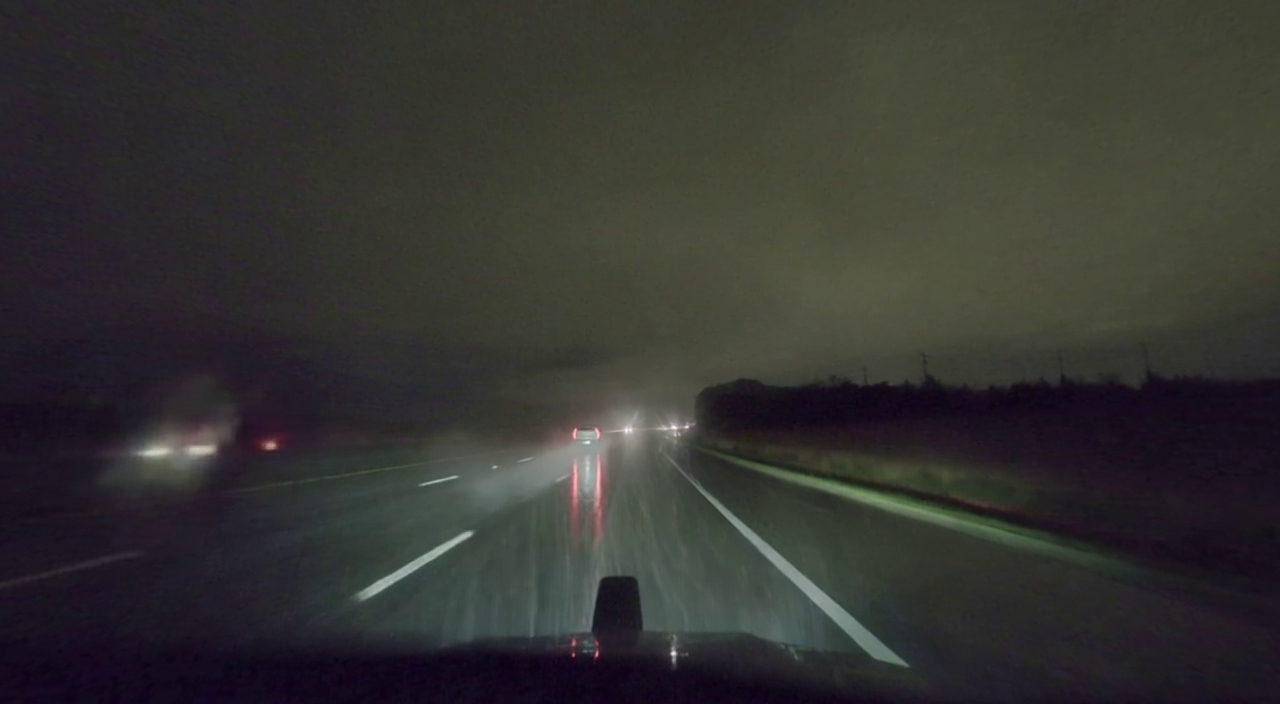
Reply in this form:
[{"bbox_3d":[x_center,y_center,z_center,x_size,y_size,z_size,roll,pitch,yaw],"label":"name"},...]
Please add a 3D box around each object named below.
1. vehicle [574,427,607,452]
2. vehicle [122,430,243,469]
[{"bbox_3d":[-3.649,6.530,47.012,1.980,1.721,4.419,0,-8,1],"label":"vehicle"},{"bbox_3d":[-19.359,4.125,26.872,1.881,1.517,4.312,0,-8,1],"label":"vehicle"}]
